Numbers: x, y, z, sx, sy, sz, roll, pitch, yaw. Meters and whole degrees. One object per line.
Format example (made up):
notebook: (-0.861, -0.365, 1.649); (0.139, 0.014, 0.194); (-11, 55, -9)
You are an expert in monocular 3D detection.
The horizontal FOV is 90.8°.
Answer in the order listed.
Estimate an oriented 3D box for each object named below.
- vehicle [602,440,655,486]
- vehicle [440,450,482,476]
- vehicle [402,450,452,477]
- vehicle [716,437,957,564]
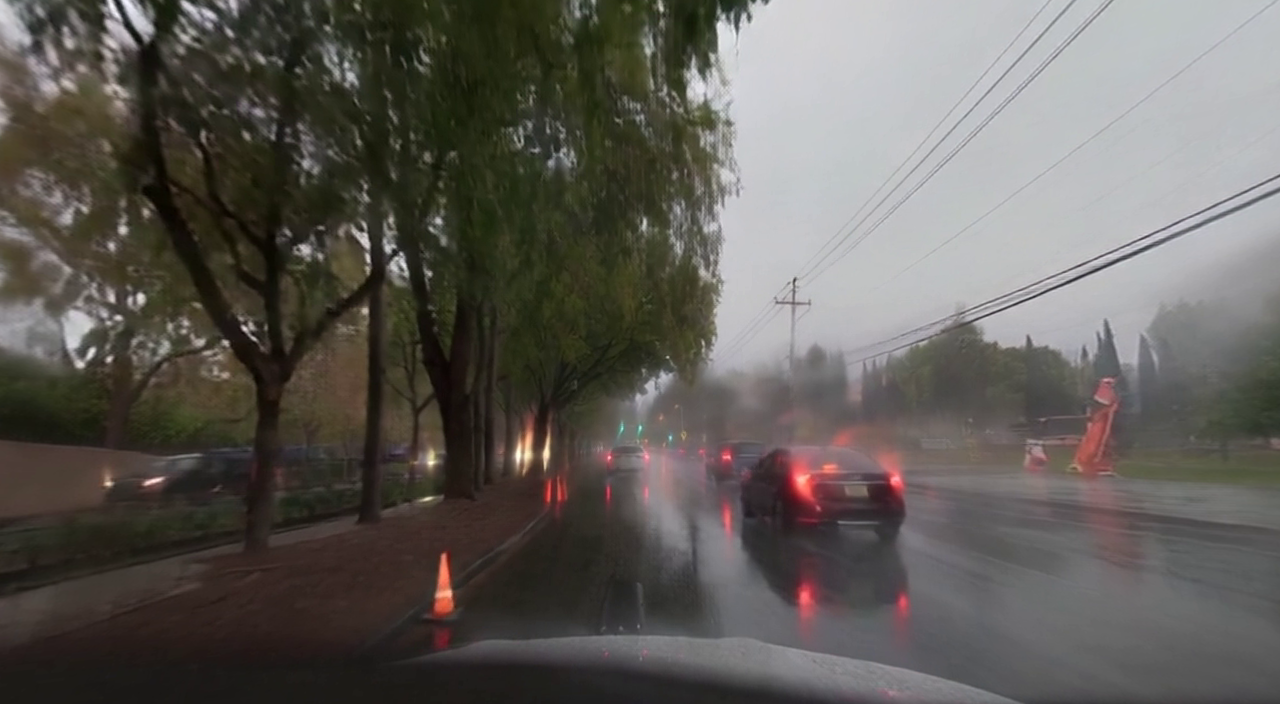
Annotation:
vehicle: (-0.447, 4.590, 26.546); (2.050, 1.745, 3.915); (0, -8, 0)
vehicle: (-12.562, 7.798, 44.590); (1.871, 1.639, 4.289); (0, -8, -2)
vehicle: (-16.398, 8.585, 48.893); (2.016, 1.862, 5.328); (-1, -8, 0)
vehicle: (2.628, 2.104, 9.847); (1.977, 1.460, 4.565); (0, -8, -4)
